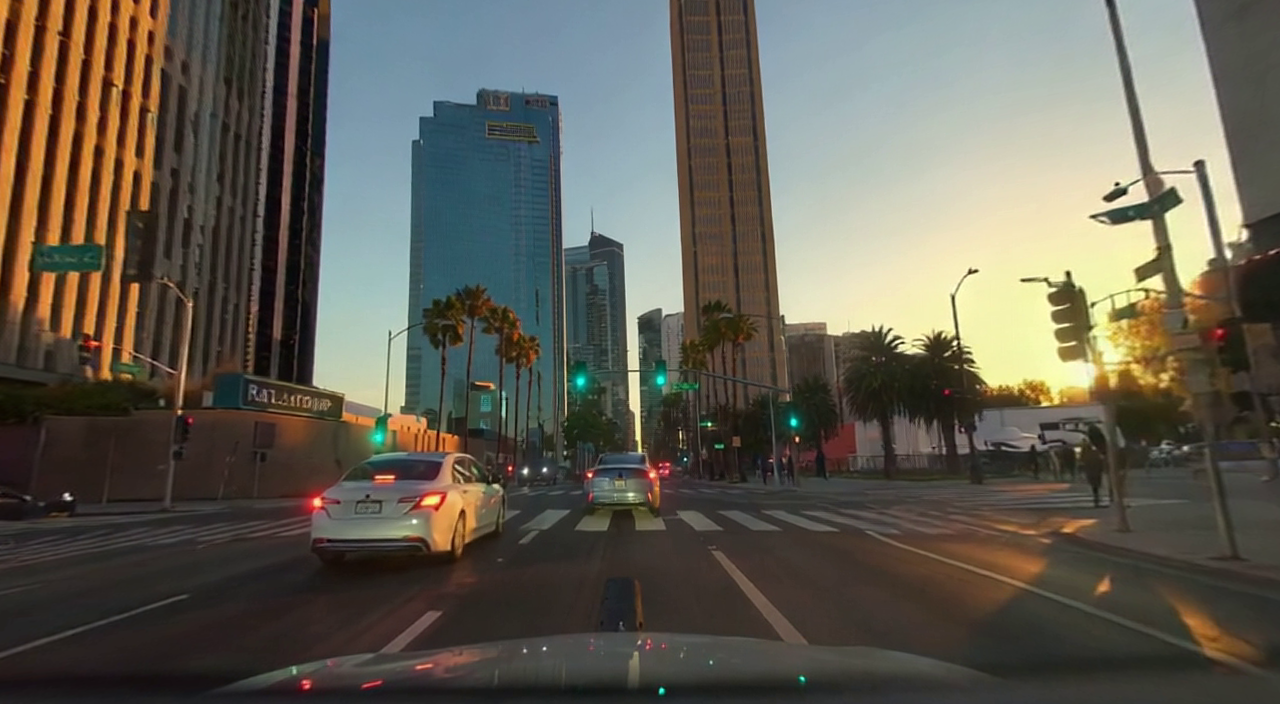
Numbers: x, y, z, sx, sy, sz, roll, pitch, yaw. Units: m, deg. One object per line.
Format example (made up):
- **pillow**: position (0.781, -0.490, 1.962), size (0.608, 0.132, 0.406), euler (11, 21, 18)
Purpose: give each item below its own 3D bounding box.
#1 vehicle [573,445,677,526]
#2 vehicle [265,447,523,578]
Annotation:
- **vehicle**: position (-0.343, 3.050, 15.000), size (2.145, 1.632, 3.972), euler (0, -9, -1)
- **vehicle**: position (-3.291, 2.218, 9.682), size (2.096, 1.492, 4.666), euler (0, -9, 0)
